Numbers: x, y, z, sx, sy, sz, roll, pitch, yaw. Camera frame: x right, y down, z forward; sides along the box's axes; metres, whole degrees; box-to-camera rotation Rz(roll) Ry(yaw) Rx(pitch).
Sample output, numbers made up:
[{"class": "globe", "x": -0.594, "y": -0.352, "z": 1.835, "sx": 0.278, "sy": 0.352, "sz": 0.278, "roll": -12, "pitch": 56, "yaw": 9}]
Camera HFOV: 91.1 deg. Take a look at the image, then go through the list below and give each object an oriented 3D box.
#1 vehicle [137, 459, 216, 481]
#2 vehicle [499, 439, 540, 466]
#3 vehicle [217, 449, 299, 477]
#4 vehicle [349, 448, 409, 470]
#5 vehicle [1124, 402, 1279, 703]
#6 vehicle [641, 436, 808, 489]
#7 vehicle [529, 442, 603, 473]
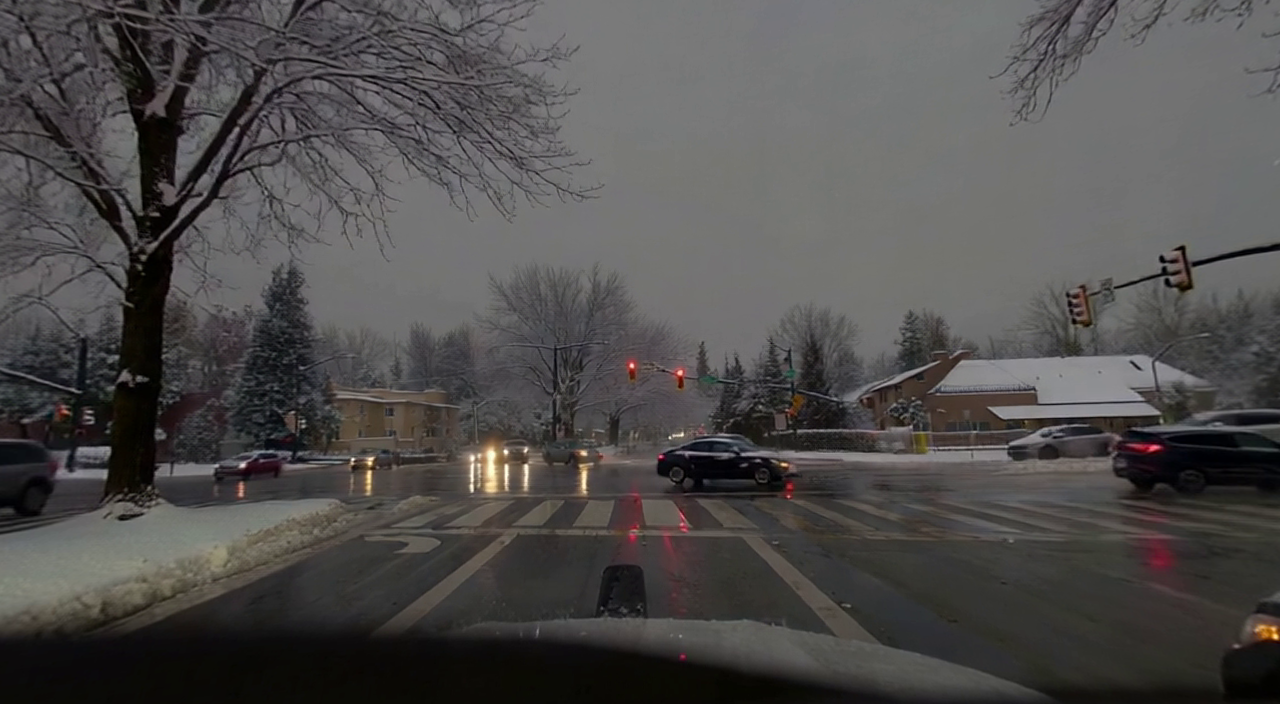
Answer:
[{"class": "vehicle", "x": -31.095, "y": 7.900, "z": 42.187, "sx": 1.648, "sy": 1.330, "sz": 3.857, "roll": -4, "pitch": -10, "yaw": 28}, {"class": "vehicle", "x": -8.462, "y": 7.100, "z": 44.562, "sx": 2.276, "sy": 1.842, "sz": 4.958, "roll": 1, "pitch": -8, "yaw": -4}, {"class": "vehicle", "x": -21.730, "y": 6.325, "z": 35.951, "sx": 1.853, "sy": 1.456, "sz": 4.531, "roll": 0, "pitch": -8, "yaw": 0}, {"class": "vehicle", "x": -18.446, "y": 7.555, "z": 44.564, "sx": 2.203, "sy": 1.471, "sz": 4.723, "roll": 0, "pitch": -8, "yaw": 0}, {"class": "vehicle", "x": 3.097, "y": 0.656, "z": 0.422, "sx": 1.990, "sy": 1.454, "sz": 4.490, "roll": 0, "pitch": -8, "yaw": 1}, {"class": "vehicle", "x": 2.582, "y": 3.372, "z": 19.456, "sx": 4.719, "sy": 1.449, "sz": 2.026, "roll": -4, "pitch": -9, "yaw": 27}, {"class": "vehicle", "x": -4.128, "y": 5.722, "z": 34.317, "sx": 2.006, "sy": 1.515, "sz": 5.017, "roll": 5, "pitch": -10, "yaw": -31}]
